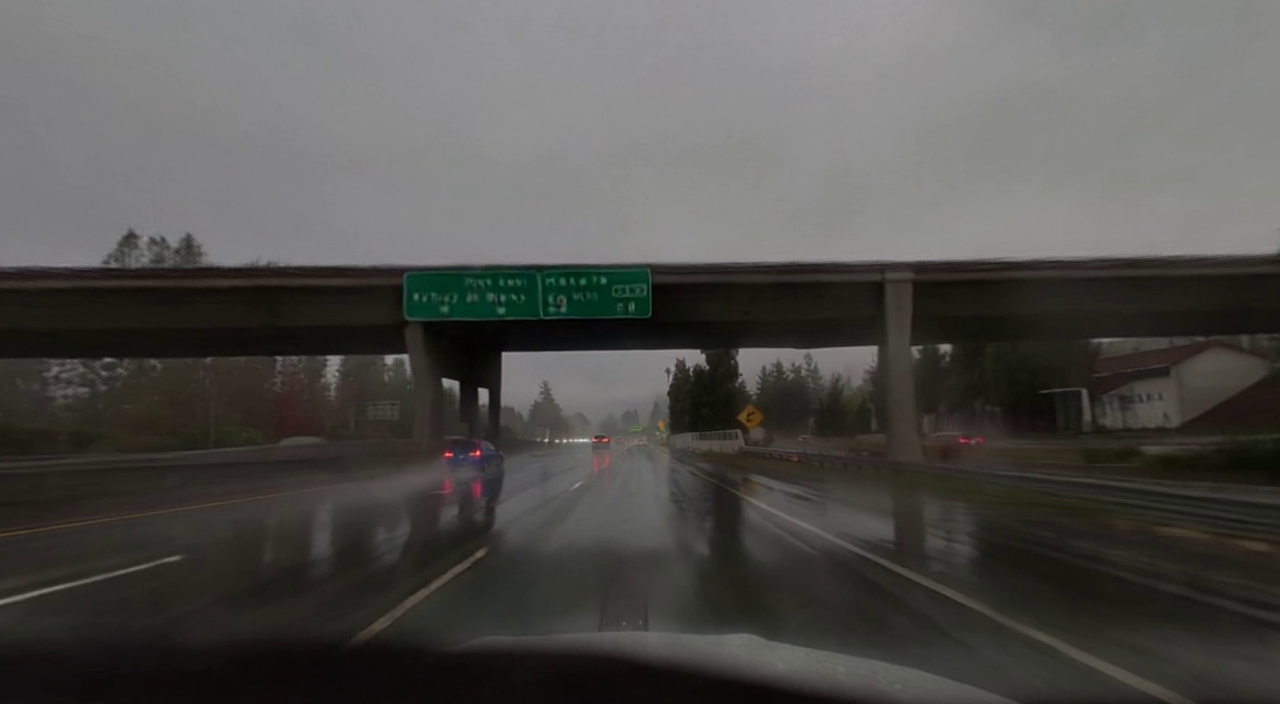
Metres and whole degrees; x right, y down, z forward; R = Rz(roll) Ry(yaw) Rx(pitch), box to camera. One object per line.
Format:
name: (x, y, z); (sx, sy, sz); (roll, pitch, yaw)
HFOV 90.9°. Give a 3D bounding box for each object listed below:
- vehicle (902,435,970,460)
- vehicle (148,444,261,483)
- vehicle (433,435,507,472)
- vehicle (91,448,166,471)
vehicle: (20.579, 6.614, 44.037); (2.000, 1.515, 4.188); (-1, -6, -13)
vehicle: (-17.685, 4.523, 25.858); (1.748, 1.474, 3.993); (0, -8, 0)
vehicle: (-7.412, 4.457, 27.924); (1.987, 1.486, 4.174); (0, -8, 2)
vehicle: (-39.989, 8.395, 49.460); (1.862, 1.698, 4.430); (-1, -8, 6)
